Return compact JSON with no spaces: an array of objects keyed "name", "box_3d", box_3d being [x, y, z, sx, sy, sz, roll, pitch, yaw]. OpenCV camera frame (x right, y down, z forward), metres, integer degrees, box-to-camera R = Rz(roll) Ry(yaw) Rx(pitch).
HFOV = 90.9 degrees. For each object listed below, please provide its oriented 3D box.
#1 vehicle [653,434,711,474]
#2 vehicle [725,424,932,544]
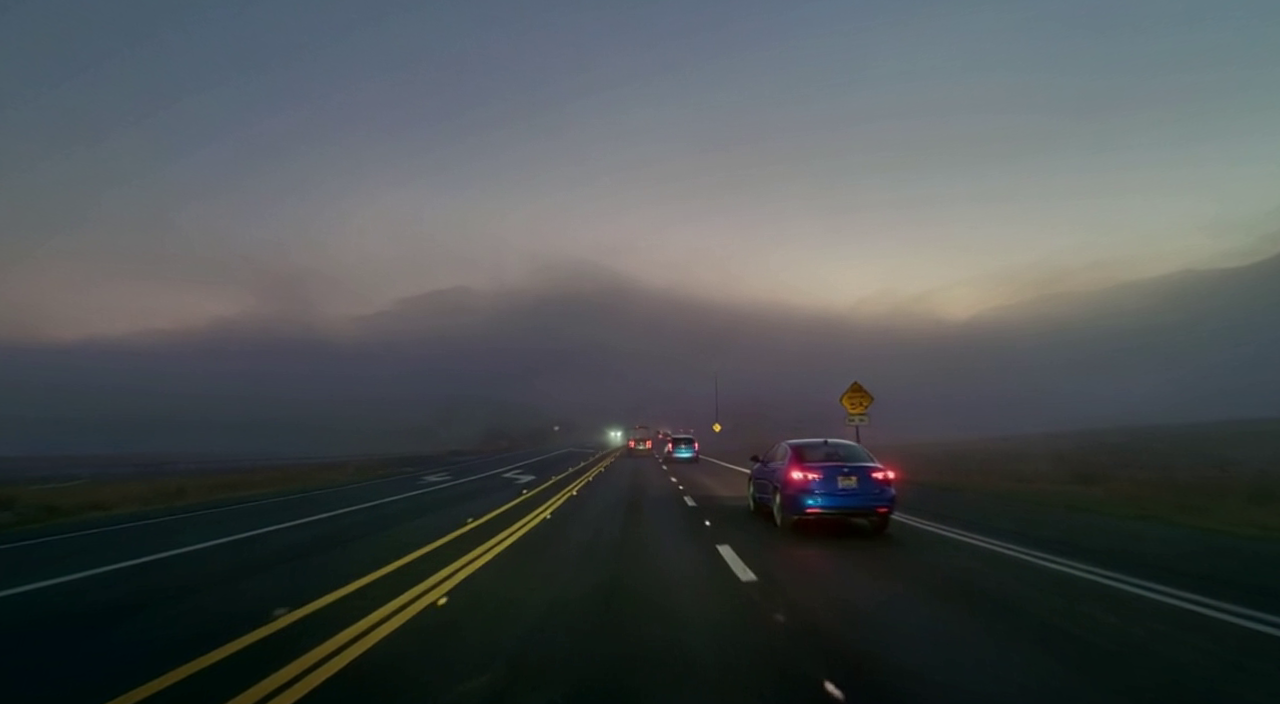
[{"name":"vehicle","box_3d":[1.663,4.249,26.503,2.026,1.531,4.273,0,-8,-2]},{"name":"vehicle","box_3d":[2.702,1.995,10.179,2.007,1.534,3.976,0,-8,-2]}]
